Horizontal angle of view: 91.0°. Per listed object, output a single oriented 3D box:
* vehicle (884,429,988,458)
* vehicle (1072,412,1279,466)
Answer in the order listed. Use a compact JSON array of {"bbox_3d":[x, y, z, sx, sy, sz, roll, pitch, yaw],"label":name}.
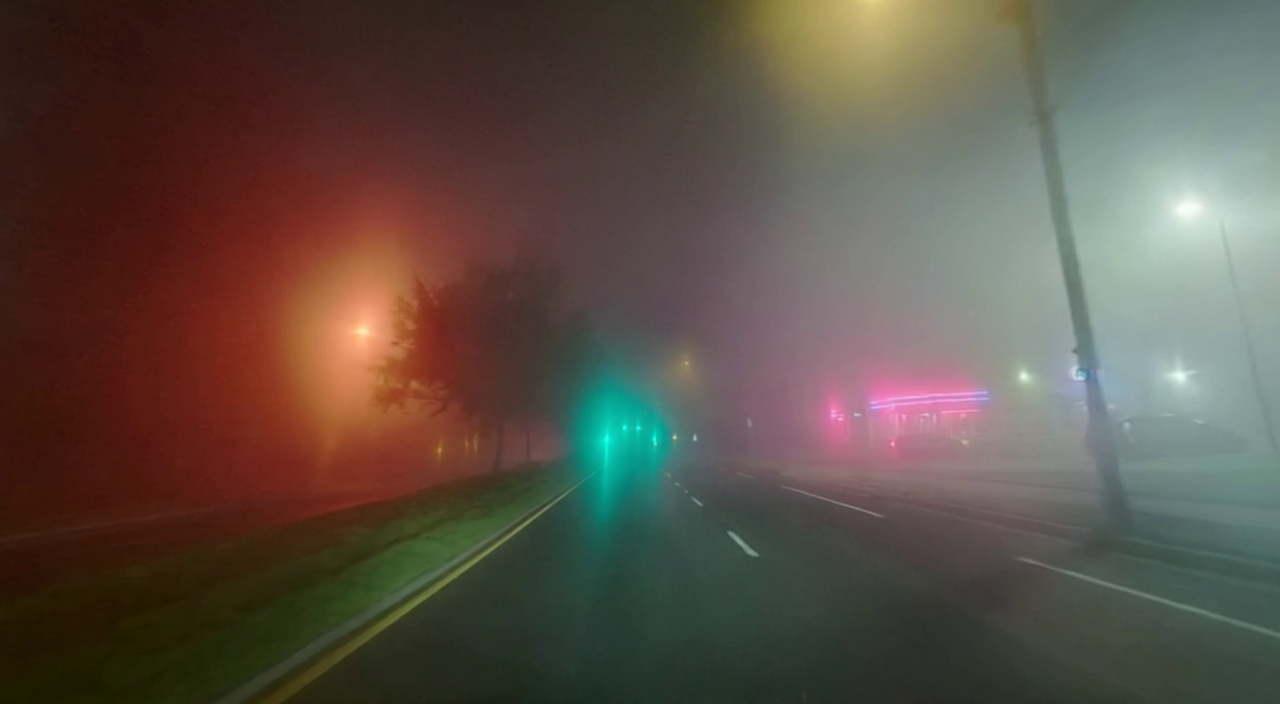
[{"bbox_3d":[16.222,5.037,34.685,4.701,1.500,2.050,0,-8,0],"label":"vehicle"},{"bbox_3d":[16.624,2.700,19.354,5.124,1.541,2.070,0,-9,-1],"label":"vehicle"}]
